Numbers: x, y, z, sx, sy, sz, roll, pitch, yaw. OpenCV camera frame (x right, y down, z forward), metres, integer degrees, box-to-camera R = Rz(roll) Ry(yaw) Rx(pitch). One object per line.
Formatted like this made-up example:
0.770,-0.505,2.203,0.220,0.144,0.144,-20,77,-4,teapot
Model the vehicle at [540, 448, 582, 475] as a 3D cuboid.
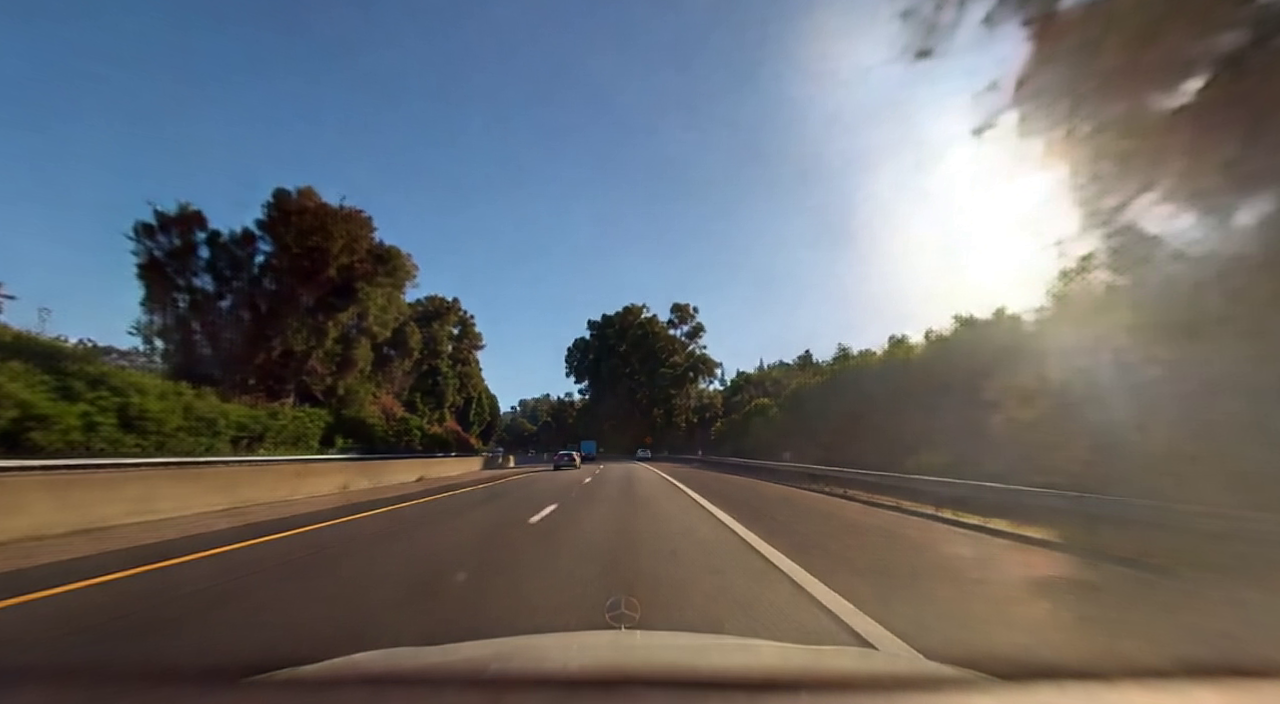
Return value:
-4.785,6.663,38.771,2.049,1.521,4.366,0,-9,-1,vehicle
